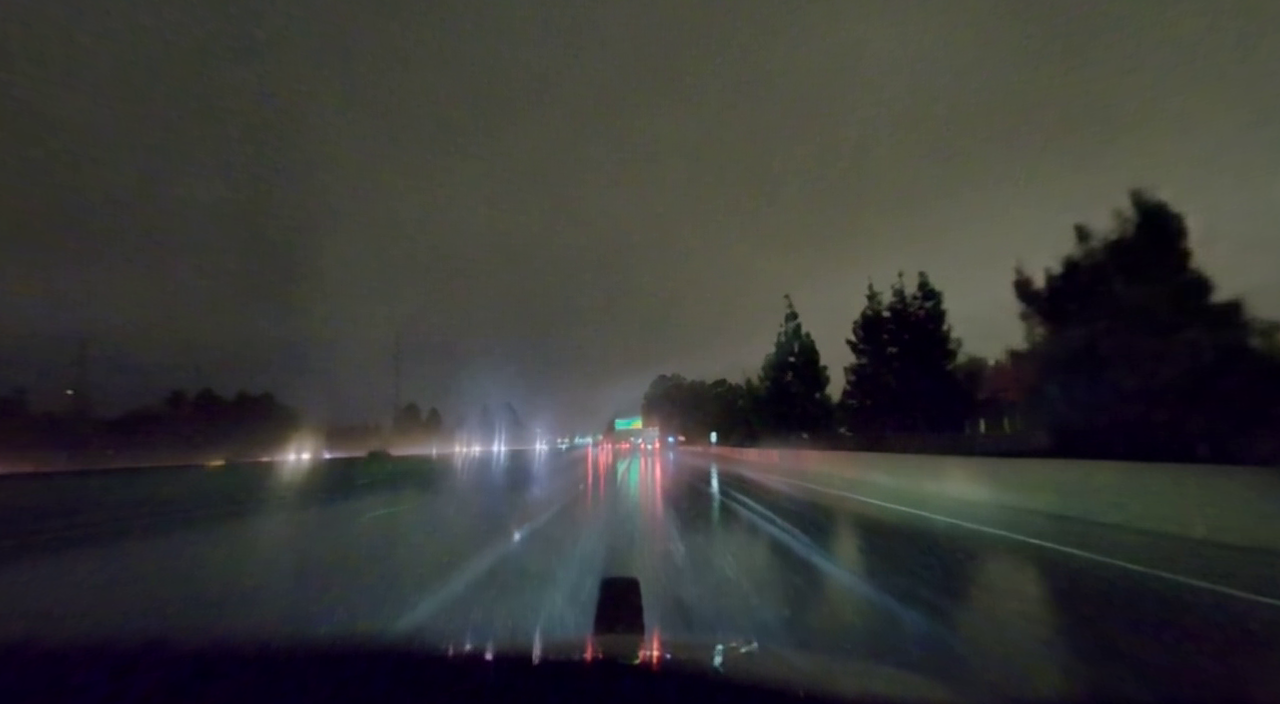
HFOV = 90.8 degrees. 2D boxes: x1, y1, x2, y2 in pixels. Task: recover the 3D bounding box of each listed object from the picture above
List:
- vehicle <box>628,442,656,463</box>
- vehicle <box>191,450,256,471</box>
[{"bbox_3d":[0.077,7.643,48.114,2.021,1.528,4.154,0,-8,-1],"label":"vehicle"},{"bbox_3d":[-32.045,8.310,48.728,1.860,1.486,4.721,0,-8,0],"label":"vehicle"}]
